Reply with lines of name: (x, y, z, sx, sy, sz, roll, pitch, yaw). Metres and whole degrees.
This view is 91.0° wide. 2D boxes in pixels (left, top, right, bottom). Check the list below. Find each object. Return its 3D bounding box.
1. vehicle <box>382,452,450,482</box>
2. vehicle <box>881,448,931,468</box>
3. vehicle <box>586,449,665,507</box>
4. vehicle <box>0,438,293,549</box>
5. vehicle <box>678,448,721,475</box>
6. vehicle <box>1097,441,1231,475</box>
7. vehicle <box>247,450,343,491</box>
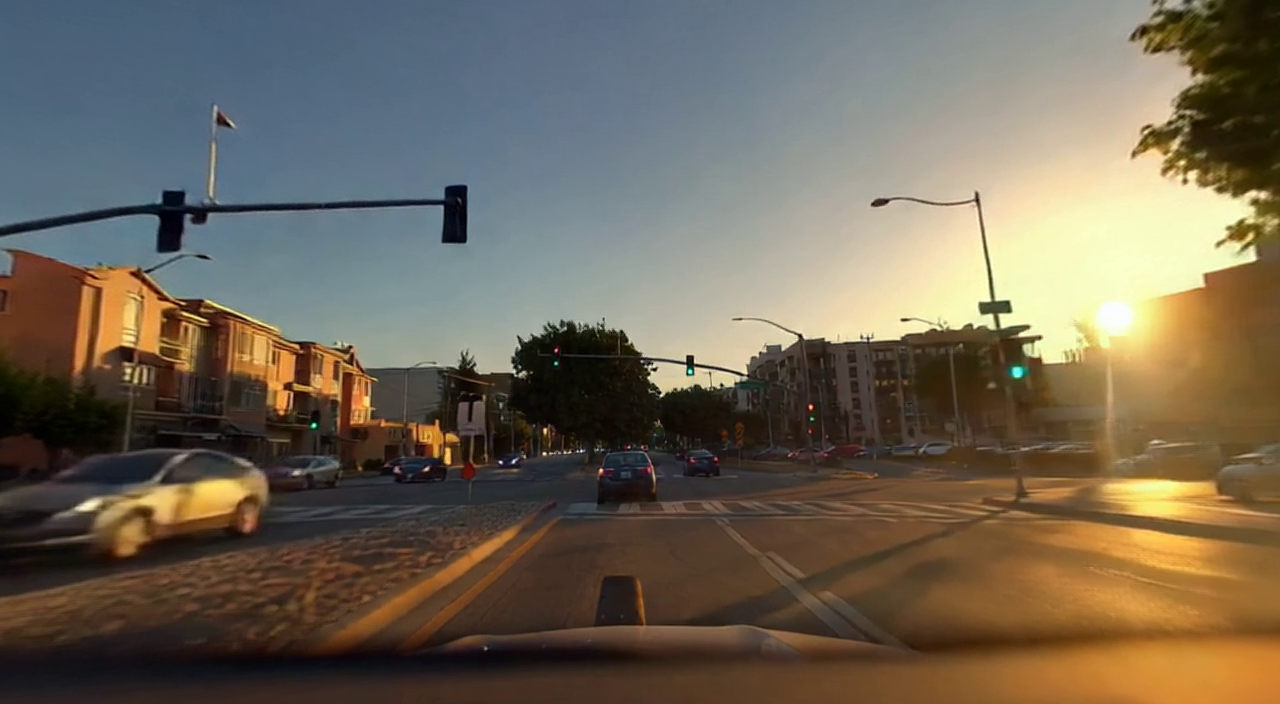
vehicle: (-12.054, 6.213, 34.230, 1.963, 1.504, 4.640, 0, -9, 0)
vehicle: (19.936, 7.922, 47.065, 1.932, 1.430, 4.203, -8, -12, 43)
vehicle: (-0.382, 3.512, 18.067, 2.010, 1.447, 4.121, 0, -9, -1)
vehicle: (-8.507, 2.377, 11.287, 1.966, 1.571, 4.479, 0, -9, 0)
vehicle: (3.437, 6.378, 36.866, 2.023, 1.506, 3.816, 0, -9, -2)
vehicle: (26.007, 5.285, 31.388, 4.665, 1.612, 1.937, -1, -9, 8)
vehicle: (-15.840, 5.441, 29.190, 1.922, 1.717, 4.366, 0, -9, 0)
